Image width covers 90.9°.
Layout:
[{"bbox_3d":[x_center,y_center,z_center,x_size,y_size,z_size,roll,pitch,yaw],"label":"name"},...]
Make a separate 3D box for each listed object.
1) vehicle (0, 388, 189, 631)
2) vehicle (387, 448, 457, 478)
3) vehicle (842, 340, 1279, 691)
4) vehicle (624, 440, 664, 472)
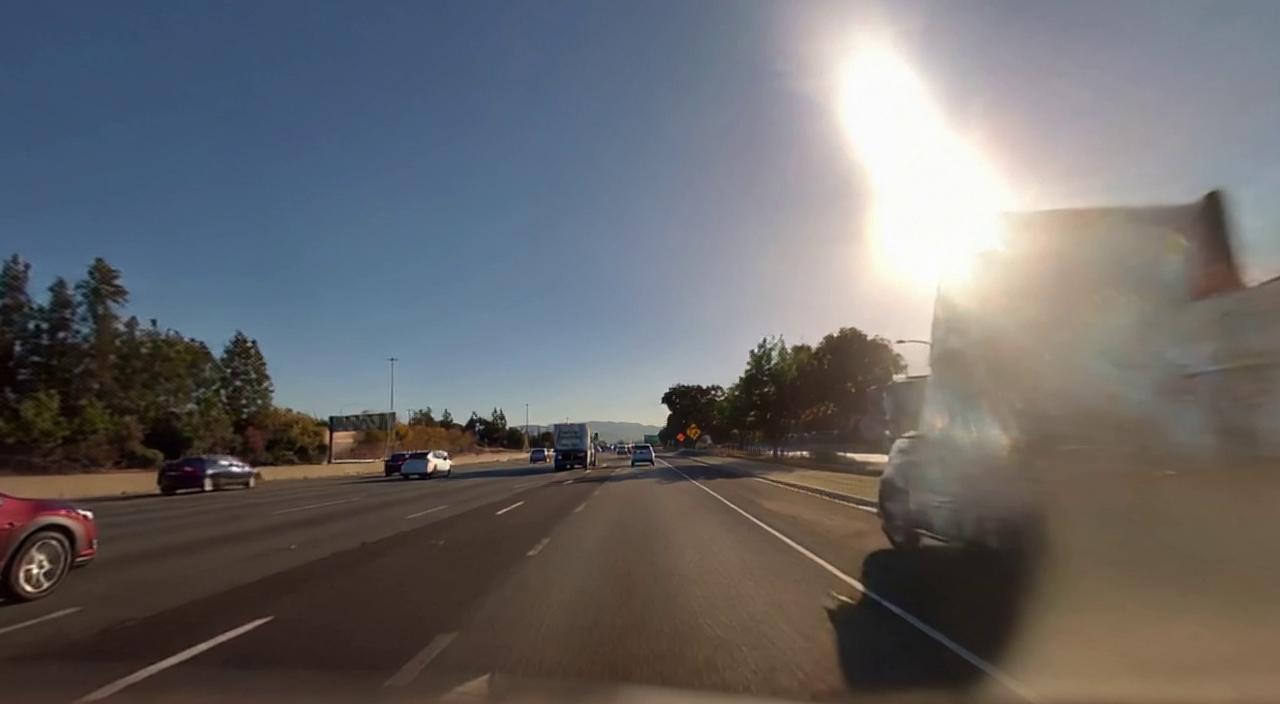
[{"bbox_3d":[-5.908,1.113,4.262,2.200,1.793,4.586,-1,-9,2],"label":"vehicle"},{"bbox_3d":[-11.806,6.018,34.523,1.928,1.480,4.823,-1,-9,2],"label":"vehicle"},{"bbox_3d":[4.505,1.392,6.852,2.574,2.046,6.219,0,-8,0],"label":"vehicle"},{"bbox_3d":[0.239,6.109,37.260,2.227,1.794,4.646,0,-9,1],"label":"vehicle"}]
